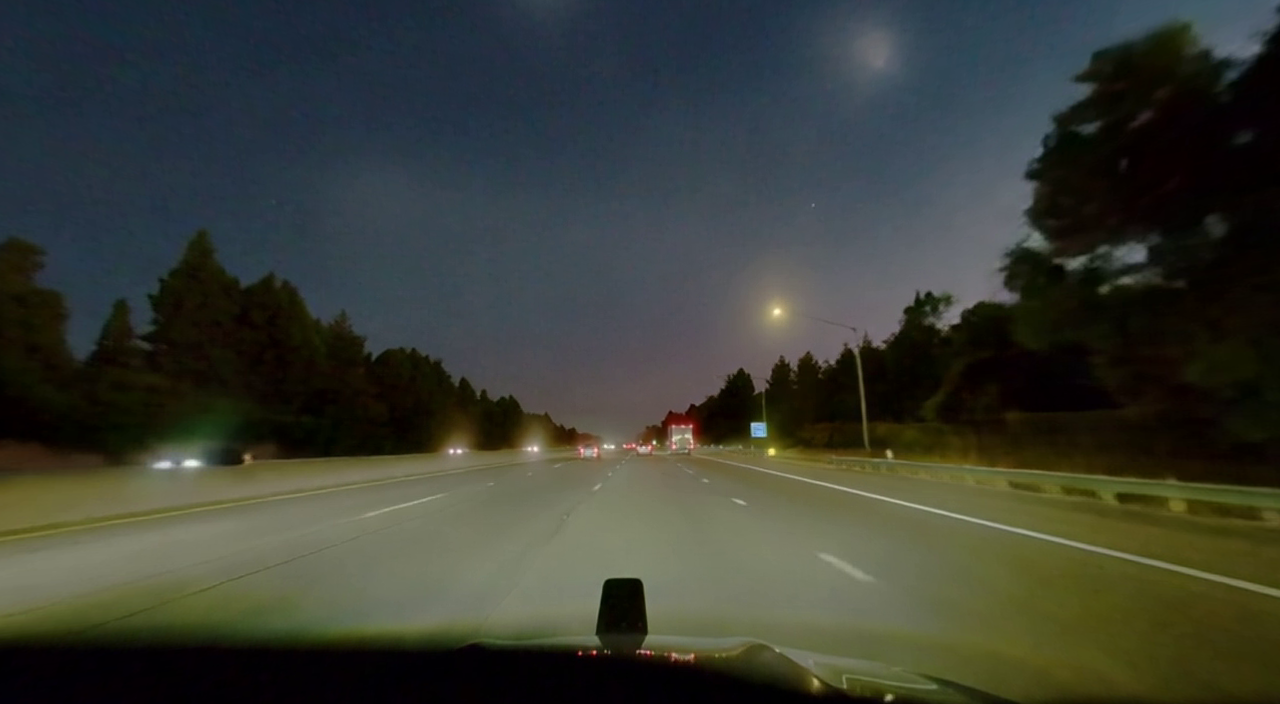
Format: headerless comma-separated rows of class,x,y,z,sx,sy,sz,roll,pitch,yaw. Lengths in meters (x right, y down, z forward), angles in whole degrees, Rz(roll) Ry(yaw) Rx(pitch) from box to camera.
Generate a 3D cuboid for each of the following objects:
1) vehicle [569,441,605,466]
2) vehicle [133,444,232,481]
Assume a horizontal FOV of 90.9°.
vehicle,-3.483,6.746,42.037,2.025,1.571,3.662,0,-9,1
vehicle,-25.224,6.092,35.019,2.031,1.830,4.640,0,-9,0
